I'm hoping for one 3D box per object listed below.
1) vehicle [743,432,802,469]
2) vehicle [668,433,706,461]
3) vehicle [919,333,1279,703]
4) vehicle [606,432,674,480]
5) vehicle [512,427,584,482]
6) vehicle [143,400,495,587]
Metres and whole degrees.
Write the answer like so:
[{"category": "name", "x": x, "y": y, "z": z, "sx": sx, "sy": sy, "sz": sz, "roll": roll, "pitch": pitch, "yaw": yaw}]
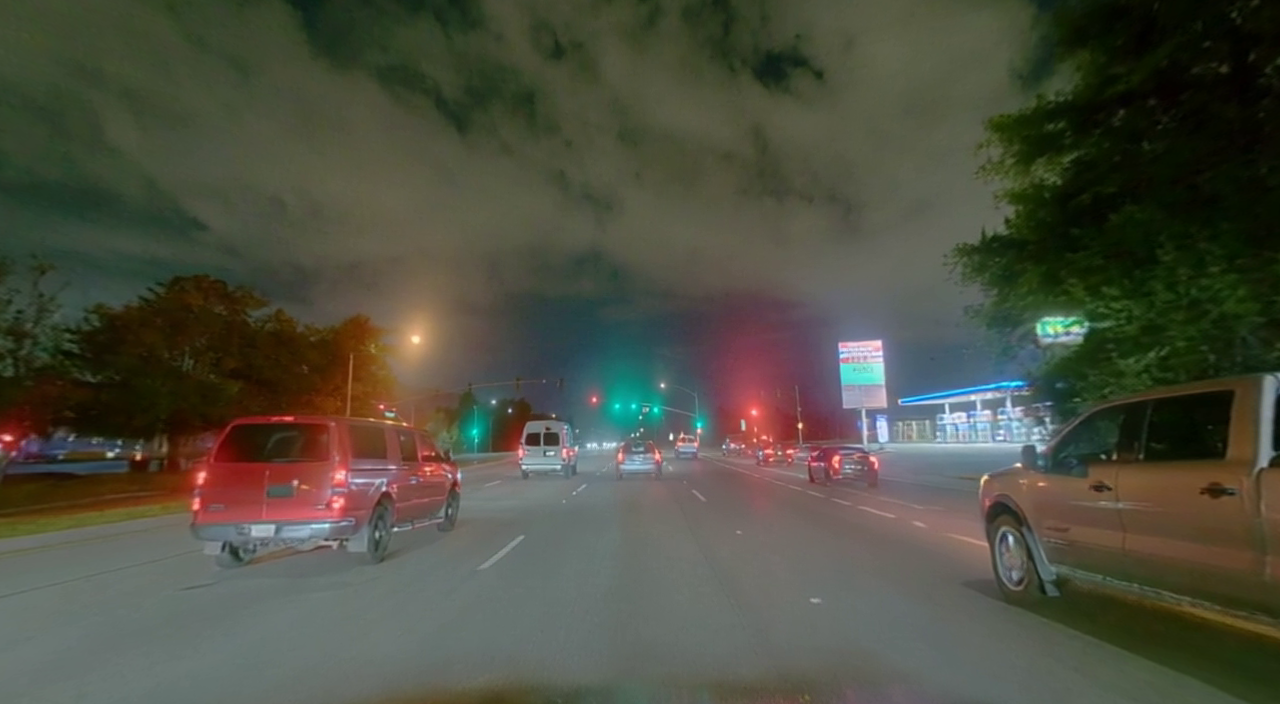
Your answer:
[{"category": "vehicle", "x": 6.563, "y": 4.939, "z": 31.561, "sx": 2.119, "sy": 1.696, "sz": 4.623, "roll": 0, "pitch": -8, "yaw": 2}, {"category": "vehicle", "x": 3.255, "y": 6.721, "z": 44.411, "sx": 2.193, "sy": 1.795, "sz": 5.130, "roll": 0, "pitch": -8, "yaw": -1}, {"category": "vehicle", "x": 3.654, "y": 0.972, "z": 3.526, "sx": 2.055, "sy": 1.786, "sz": 4.817, "roll": 0, "pitch": -8, "yaw": 2}, {"category": "vehicle", "x": 0.008, "y": 4.152, "z": 25.318, "sx": 2.426, "sy": 1.703, "sz": 5.602, "roll": 0, "pitch": -8, "yaw": 0}, {"category": "vehicle", "x": -3.498, "y": 4.004, "z": 24.820, "sx": 2.025, "sy": 1.936, "sz": 4.995, "roll": 0, "pitch": -8, "yaw": 1}, {"category": "vehicle", "x": -3.632, "y": 1.713, "z": 8.563, "sx": 2.002, "sy": 1.747, "sz": 5.173, "roll": 0, "pitch": -8, "yaw": 1}]
